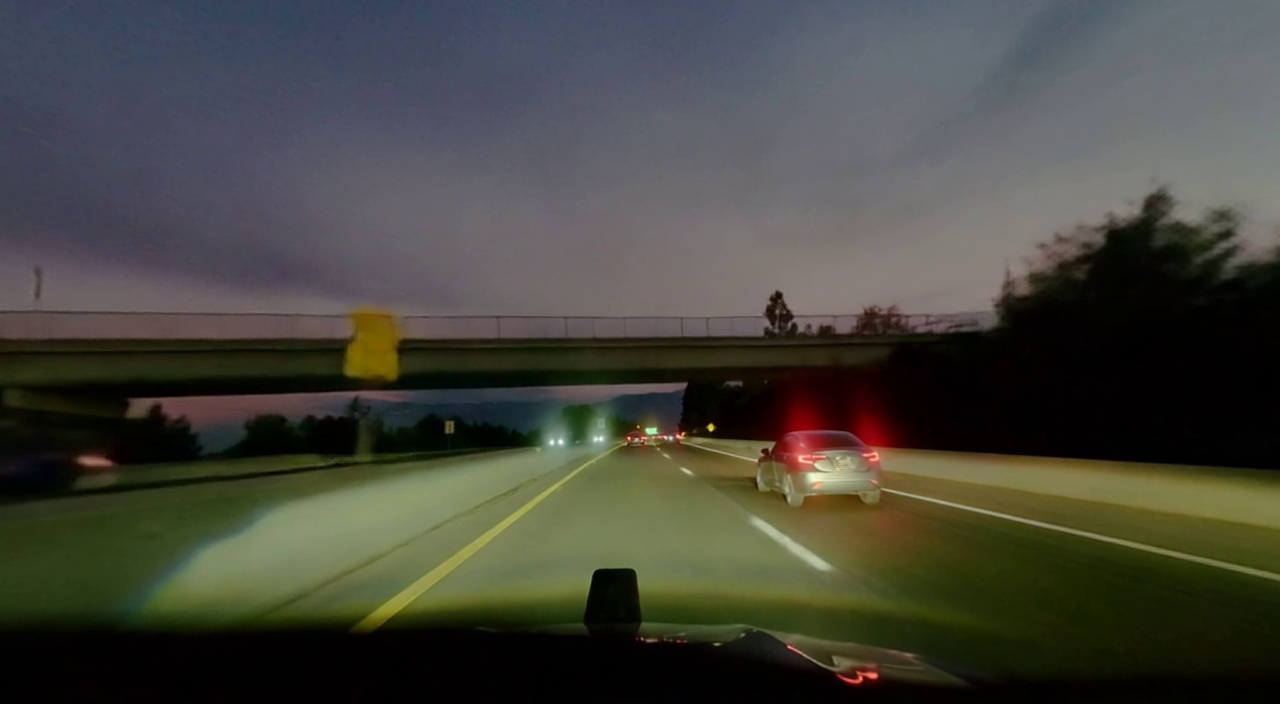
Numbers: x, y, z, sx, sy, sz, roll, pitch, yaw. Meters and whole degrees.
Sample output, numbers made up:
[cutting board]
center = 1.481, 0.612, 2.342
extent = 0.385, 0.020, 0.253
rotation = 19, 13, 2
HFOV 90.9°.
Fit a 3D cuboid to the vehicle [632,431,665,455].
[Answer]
[vehicle]
center = 0.533, 6.056, 42.024
extent = 1.981, 1.490, 3.449
rotation = 0, -8, -2
